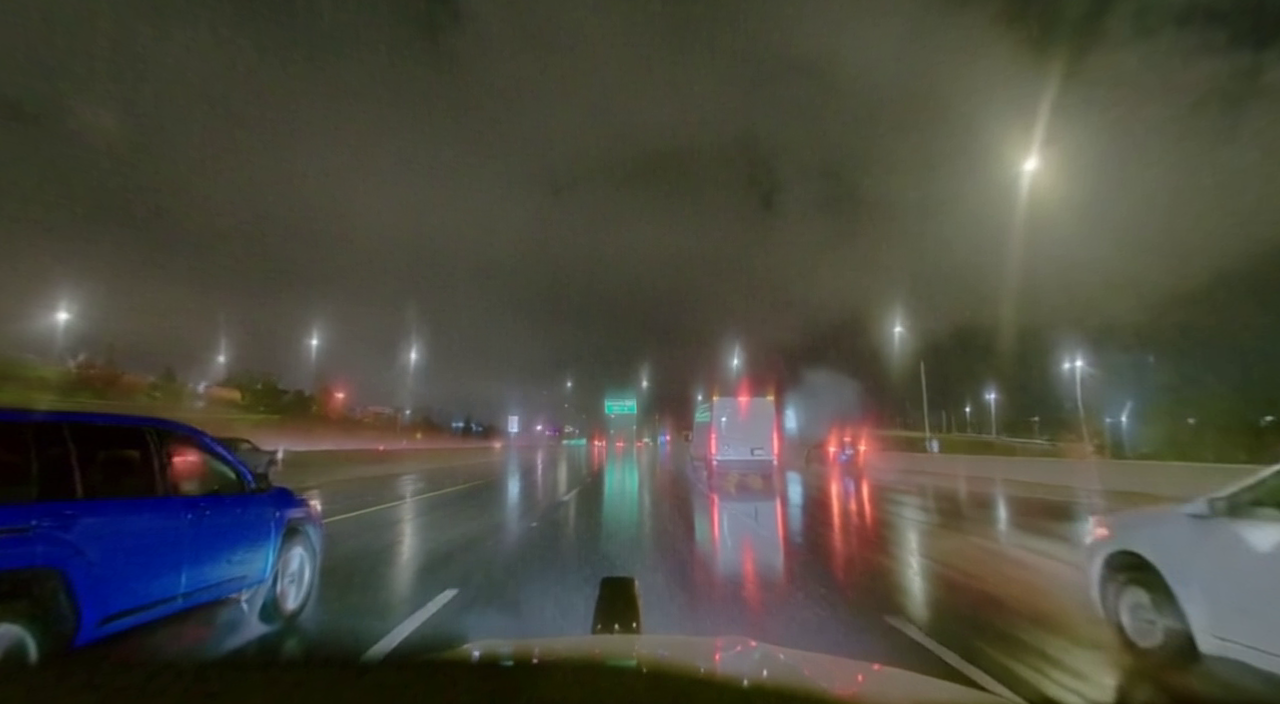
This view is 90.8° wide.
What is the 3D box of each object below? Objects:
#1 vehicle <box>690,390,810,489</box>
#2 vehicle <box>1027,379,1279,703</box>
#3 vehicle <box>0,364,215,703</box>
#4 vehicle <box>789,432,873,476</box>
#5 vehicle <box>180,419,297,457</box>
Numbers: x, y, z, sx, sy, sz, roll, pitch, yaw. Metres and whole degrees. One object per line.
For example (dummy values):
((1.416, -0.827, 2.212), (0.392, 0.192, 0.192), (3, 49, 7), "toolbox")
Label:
((3.313, 2.903, 20.931), (2.629, 2.718, 6.740), (0, -8, -1), "vehicle")
((3.637, 0.729, 1.573), (2.108, 1.509, 5.059), (0, -8, -1), "vehicle")
((-3.863, 0.777, 2.084), (2.000, 1.646, 4.201), (0, -8, -1), "vehicle")
((7.614, 4.115, 25.613), (1.978, 1.621, 4.320), (0, -8, -1), "vehicle")
((-18.091, 3.938, 28.828), (2.044, 1.573, 4.964), (0, -8, 1), "vehicle")
